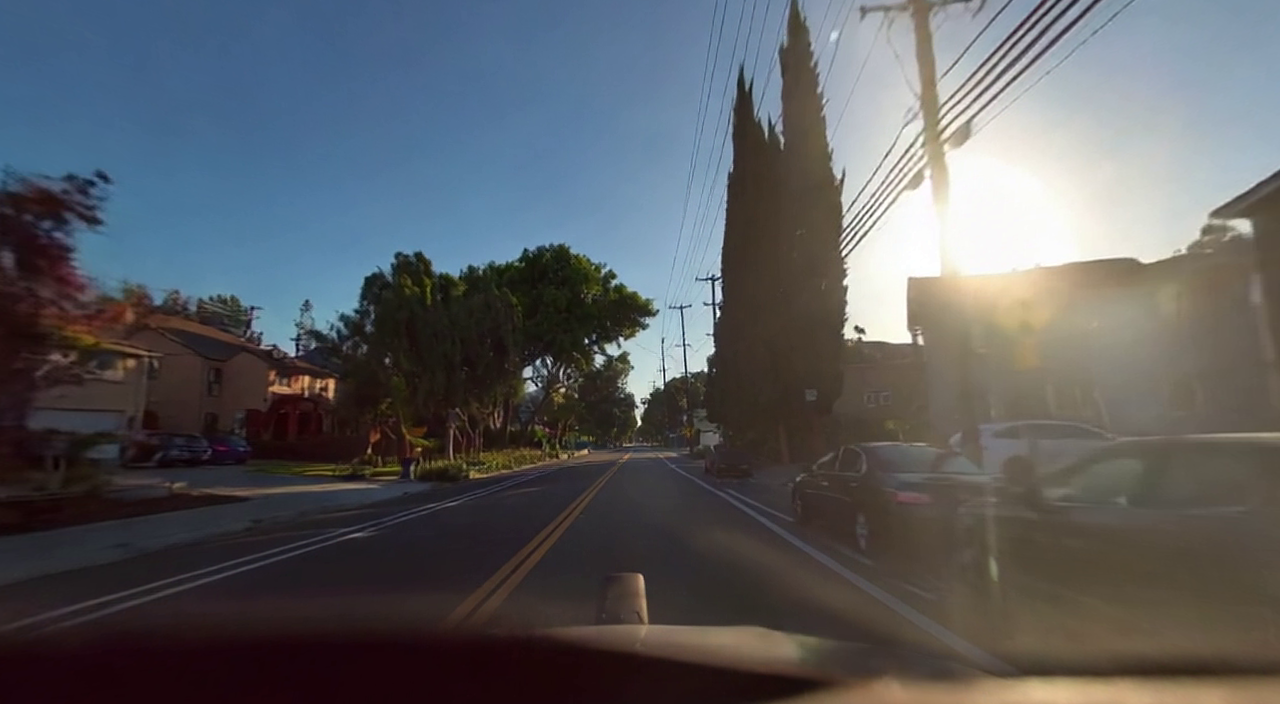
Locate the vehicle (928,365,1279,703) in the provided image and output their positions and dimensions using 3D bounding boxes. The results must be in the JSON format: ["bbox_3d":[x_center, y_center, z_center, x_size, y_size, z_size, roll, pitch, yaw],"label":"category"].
[{"bbox_3d":[3.555,0.973,3.127,1.955,1.665,4.818,0,-8,0],"label":"vehicle"}]

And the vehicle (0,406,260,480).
[{"bbox_3d":[-21.366,3.833,27.644,2.970,2.515,10.445,-2,-7,0],"label":"vehicle"}]

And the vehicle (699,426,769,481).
[{"bbox_3d":[3.765,4.170,26.206,2.088,2.019,4.802,0,-8,-1],"label":"vehicle"}]
